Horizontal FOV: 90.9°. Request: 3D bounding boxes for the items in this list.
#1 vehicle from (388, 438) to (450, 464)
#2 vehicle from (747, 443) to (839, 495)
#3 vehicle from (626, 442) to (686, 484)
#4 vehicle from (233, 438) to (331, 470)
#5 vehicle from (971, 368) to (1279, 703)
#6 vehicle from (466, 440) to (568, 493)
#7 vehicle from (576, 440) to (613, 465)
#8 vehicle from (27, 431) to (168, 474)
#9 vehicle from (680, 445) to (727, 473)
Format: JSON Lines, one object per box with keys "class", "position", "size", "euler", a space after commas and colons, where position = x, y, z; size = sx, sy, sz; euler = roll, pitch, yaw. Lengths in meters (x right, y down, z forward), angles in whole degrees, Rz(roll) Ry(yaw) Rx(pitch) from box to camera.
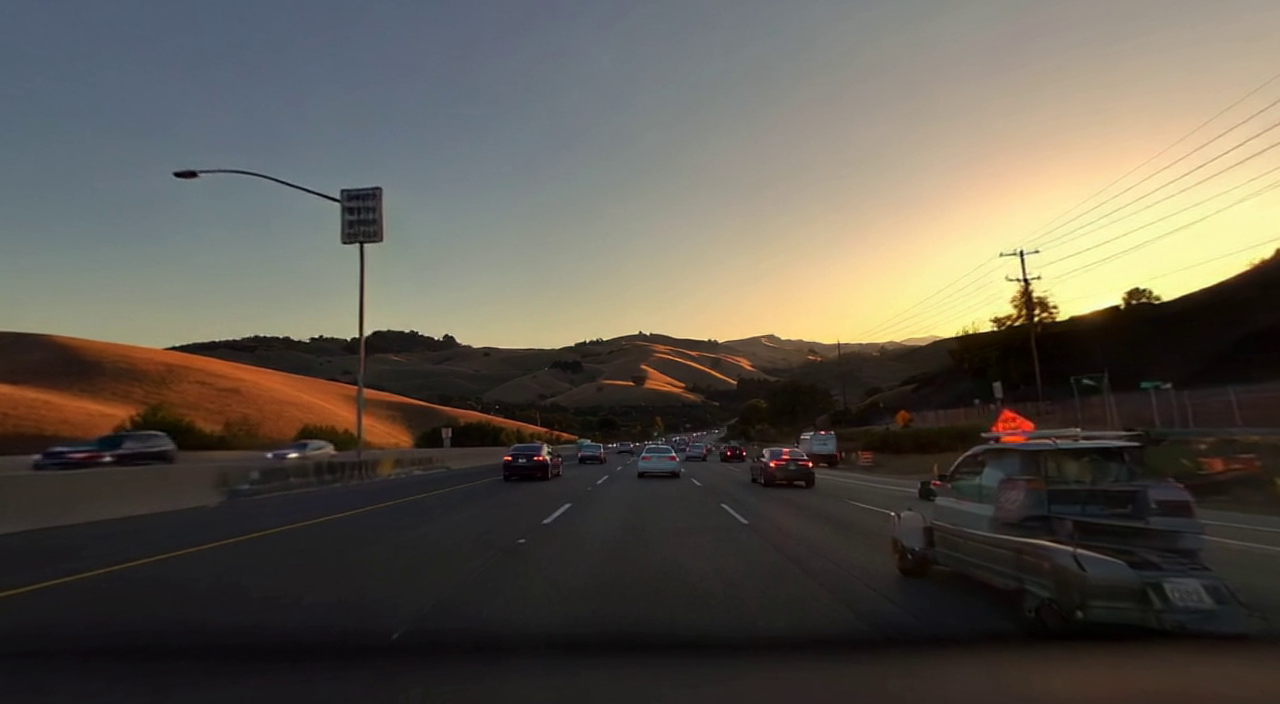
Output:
{"class": "vehicle", "position": [-13.979, 6.299, 40.158], "size": [2.252, 1.507, 4.433], "euler": [0, -8, 1]}
{"class": "vehicle", "position": [4.840, 3.730, 20.532], "size": [1.867, 1.465, 4.093], "euler": [0, -8, -2]}
{"class": "vehicle", "position": [0.604, 4.349, 25.035], "size": [2.138, 1.473, 4.392], "euler": [0, -8, 1]}
{"class": "vehicle", "position": [-18.038, 5.150, 32.129], "size": [2.126, 1.487, 4.681], "euler": [-1, -8, 2]}
{"class": "vehicle", "position": [3.849, 0.937, 2.988], "size": [2.018, 1.670, 4.658], "euler": [0, -8, 0]}
{"class": "vehicle", "position": [-3.655, 3.489, 19.614], "size": [2.232, 1.438, 4.163], "euler": [-1, -8, 2]}
{"class": "vehicle", "position": [-3.215, 7.196, 45.334], "size": [2.234, 1.675, 4.527], "euler": [-1, -8, 2]}
{"class": "vehicle", "position": [-21.530, 4.003, 25.270], "size": [1.976, 1.559, 3.997], "euler": [-1, -8, 2]}
{"class": "vehicle", "position": [3.548, 6.076, 36.001], "size": [2.177, 1.453, 4.205], "euler": [0, -8, -1]}
